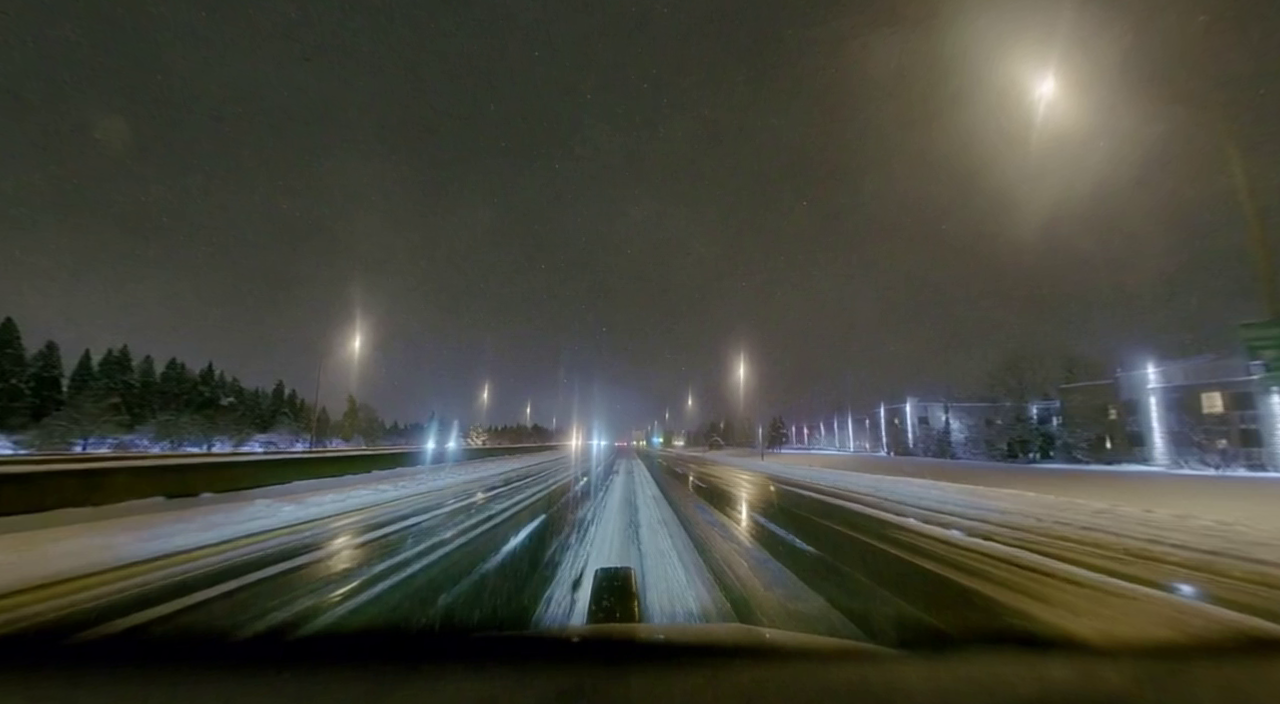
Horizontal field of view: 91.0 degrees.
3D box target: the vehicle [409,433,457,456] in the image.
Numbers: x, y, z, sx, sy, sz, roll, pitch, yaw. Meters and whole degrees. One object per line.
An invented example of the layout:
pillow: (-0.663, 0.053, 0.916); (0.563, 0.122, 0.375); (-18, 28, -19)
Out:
vehicle: (-14.754, 6.601, 45.090); (1.894, 1.551, 4.534); (0, -8, 1)
